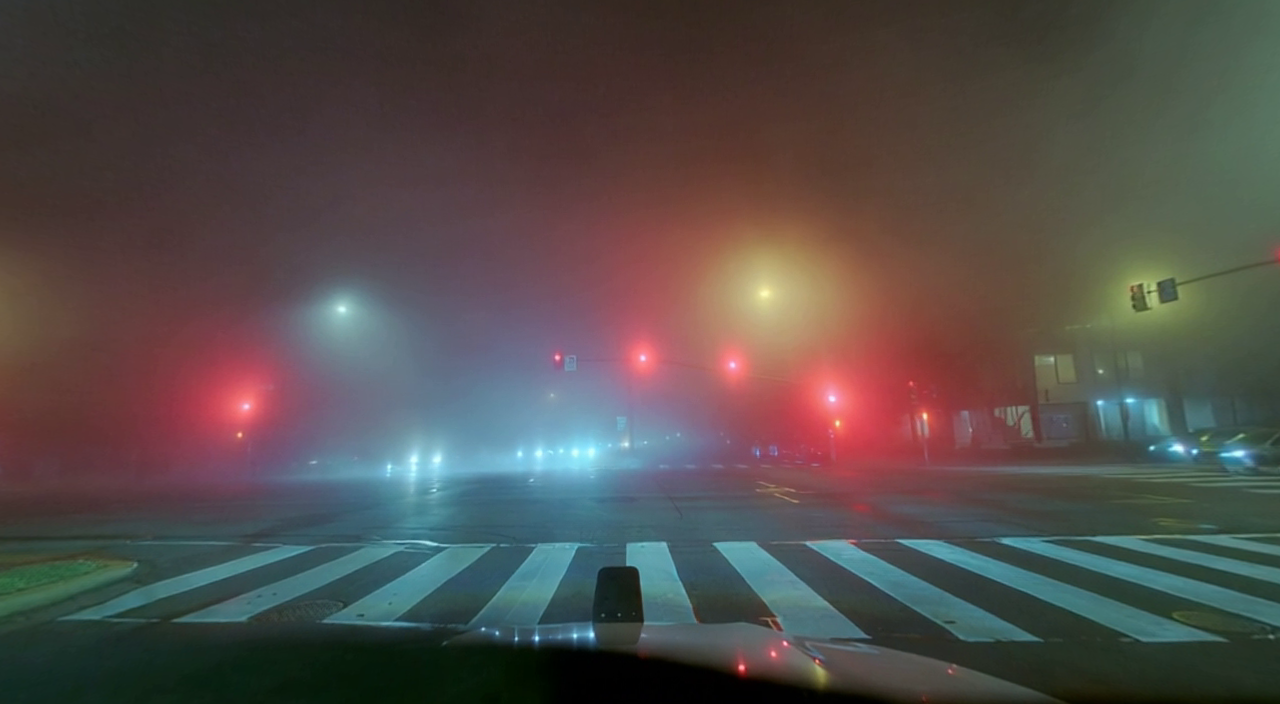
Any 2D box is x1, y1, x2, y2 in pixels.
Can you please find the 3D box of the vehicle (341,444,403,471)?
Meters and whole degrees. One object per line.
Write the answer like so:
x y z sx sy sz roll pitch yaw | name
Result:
-18.611 7.342 43.980 2.237 1.801 4.541 0 -9 1 | vehicle

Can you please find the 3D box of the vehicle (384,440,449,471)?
-15.195 7.036 43.137 2.340 1.946 5.450 0 -9 1 | vehicle

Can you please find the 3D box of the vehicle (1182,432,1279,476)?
22.286 3.588 22.258 4.474 1.477 1.908 0 -9 -3 | vehicle

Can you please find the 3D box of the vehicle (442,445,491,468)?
-11.688 7.074 42.684 1.911 1.476 4.297 -1 -9 2 | vehicle

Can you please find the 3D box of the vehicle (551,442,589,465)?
-4.580 6.711 41.667 1.954 1.431 4.050 0 -9 2 | vehicle

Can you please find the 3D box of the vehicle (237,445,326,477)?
-22.501 6.820 39.780 2.032 1.839 4.884 -2 -9 13 | vehicle

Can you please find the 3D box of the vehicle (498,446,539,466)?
-8.161 7.008 42.591 1.910 1.321 3.692 0 -9 1 | vehicle
